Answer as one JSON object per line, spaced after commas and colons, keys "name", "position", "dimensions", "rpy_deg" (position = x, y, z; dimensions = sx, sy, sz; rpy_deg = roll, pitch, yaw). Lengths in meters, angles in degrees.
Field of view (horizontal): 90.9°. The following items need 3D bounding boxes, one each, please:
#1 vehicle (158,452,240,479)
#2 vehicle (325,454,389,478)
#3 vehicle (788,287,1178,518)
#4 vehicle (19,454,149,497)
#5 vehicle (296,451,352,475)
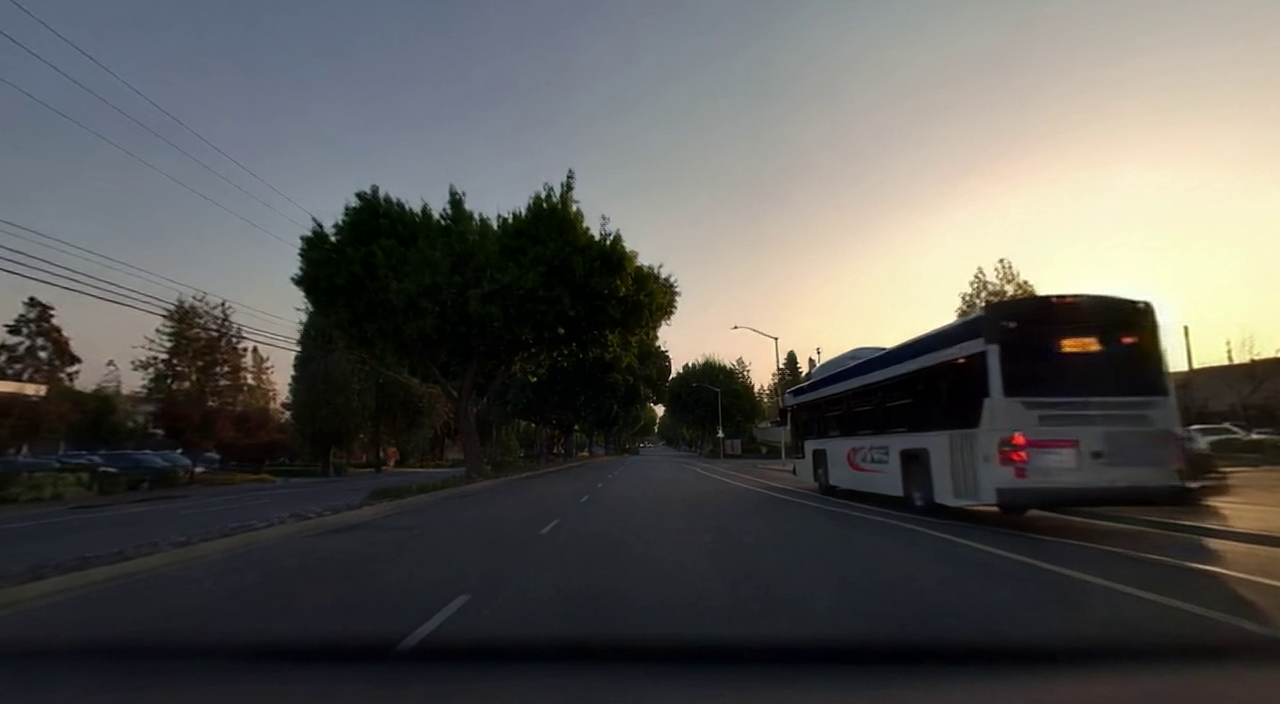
{"name": "vehicle", "position": [-29.961, 7.686, 42.849], "dimensions": [4.251, 1.563, 1.950], "rpy_deg": [-3, -8, 4]}
{"name": "vehicle", "position": [-20.874, 8.420, 46.762], "dimensions": [2.114, 1.602, 4.824], "rpy_deg": [-1, -9, 6]}
{"name": "vehicle", "position": [8.316, 1.879, 19.004], "dimensions": [4.582, 4.678, 12.589], "rpy_deg": [0, -8, 0]}
{"name": "vehicle", "position": [-25.931, 5.765, 29.464], "dimensions": [4.623, 1.653, 2.050], "rpy_deg": [-3, -6, 9]}
{"name": "vehicle", "position": [-23.446, 8.221, 46.905], "dimensions": [1.930, 1.451, 4.124], "rpy_deg": [-2, -7, 3]}
